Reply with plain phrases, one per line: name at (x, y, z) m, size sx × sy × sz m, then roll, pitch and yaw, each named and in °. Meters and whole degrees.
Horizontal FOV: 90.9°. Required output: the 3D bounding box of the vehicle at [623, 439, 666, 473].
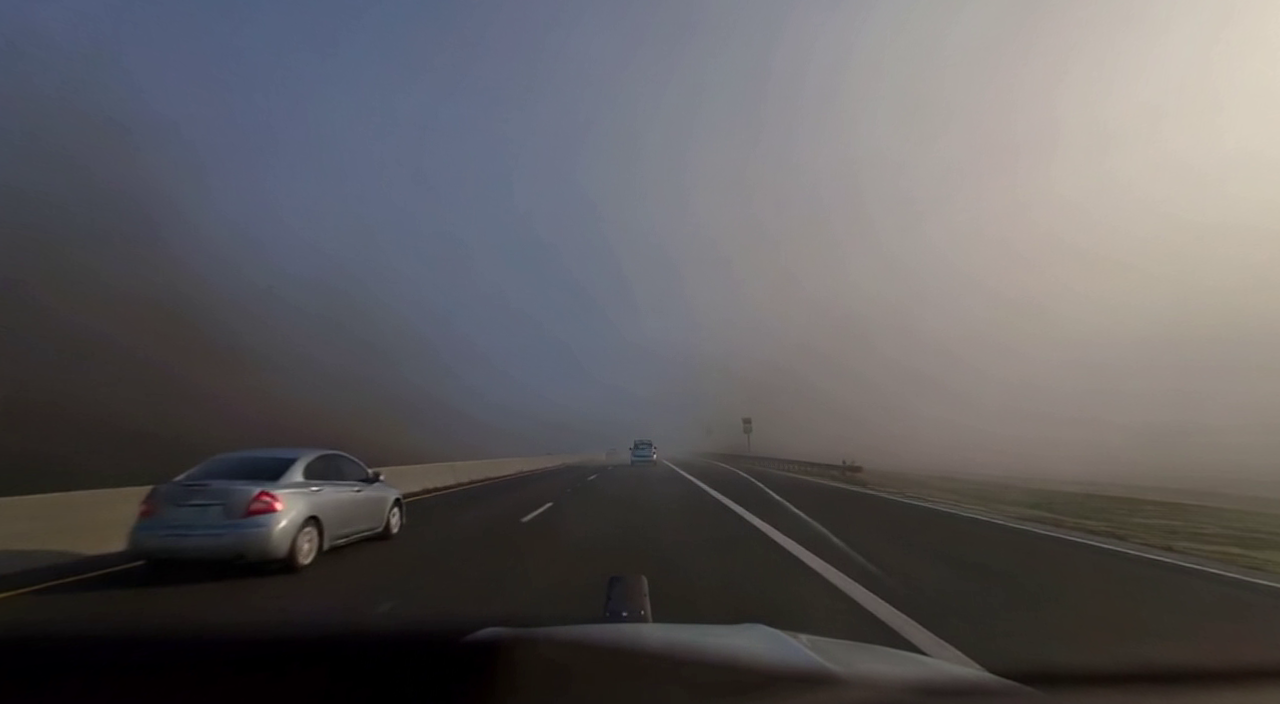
vehicle at (0.222, 5.640, 34.217) m, size 2.172 × 1.687 × 3.929 m, roll 0°, pitch -9°, yaw 0°

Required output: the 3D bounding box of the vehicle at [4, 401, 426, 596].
vehicle at (-4.498, 1.627, 7.818) m, size 2.078 × 1.696 × 4.437 m, roll 0°, pitch -9°, yaw 1°
